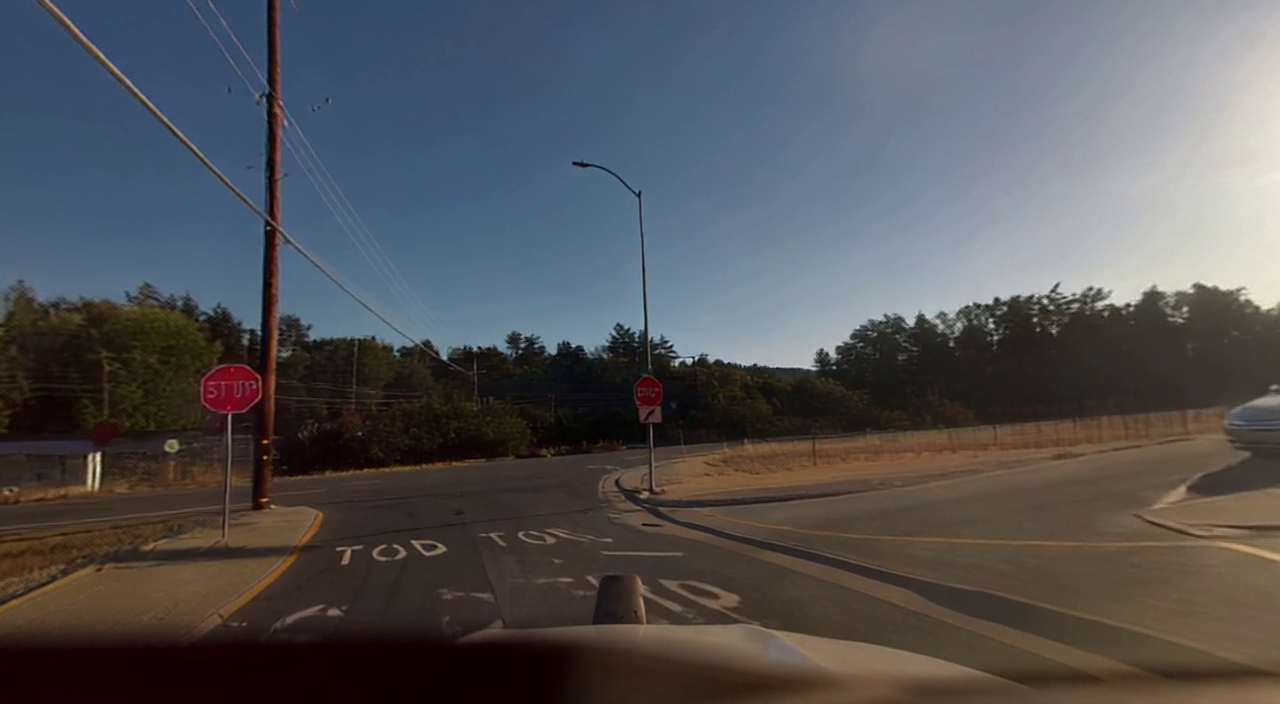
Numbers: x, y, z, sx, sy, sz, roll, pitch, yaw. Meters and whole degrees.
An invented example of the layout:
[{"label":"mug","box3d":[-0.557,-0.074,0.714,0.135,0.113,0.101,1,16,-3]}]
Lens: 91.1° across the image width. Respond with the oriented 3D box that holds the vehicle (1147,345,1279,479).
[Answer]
[{"label":"vehicle","box3d":[10.065,0.572,8.833,4.403,1.574,1.914,-9,-7,-11]}]
